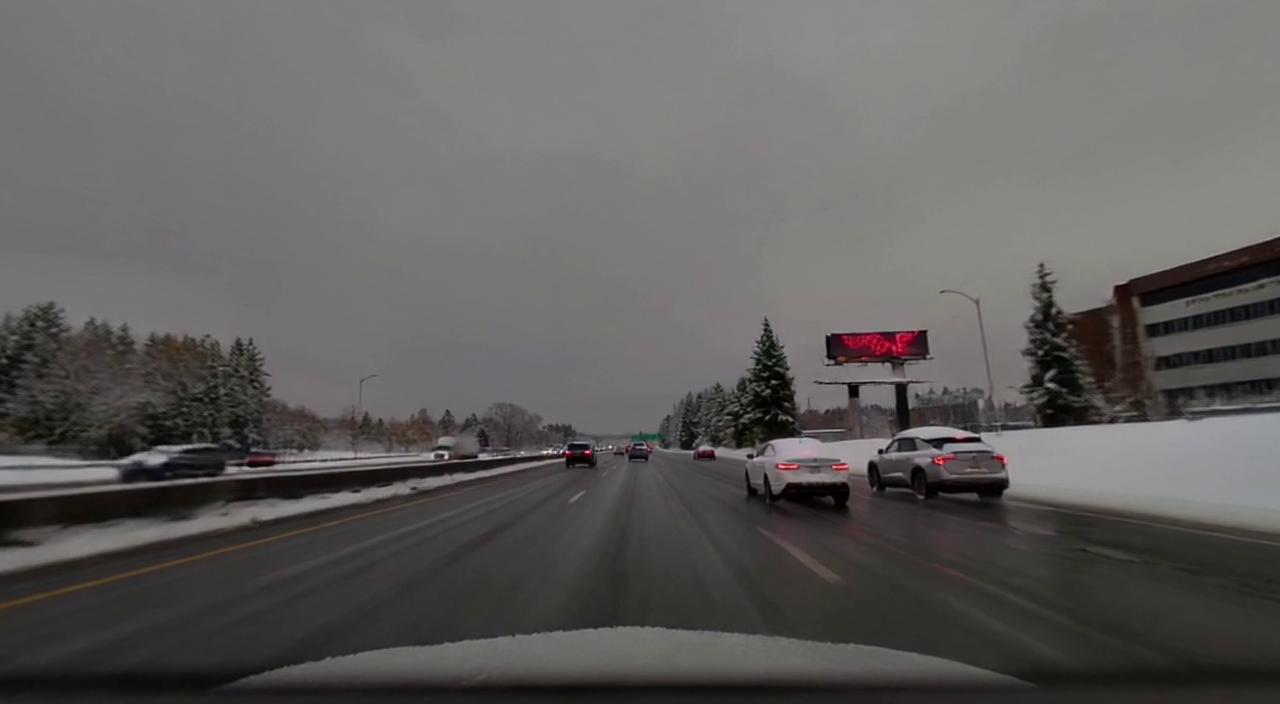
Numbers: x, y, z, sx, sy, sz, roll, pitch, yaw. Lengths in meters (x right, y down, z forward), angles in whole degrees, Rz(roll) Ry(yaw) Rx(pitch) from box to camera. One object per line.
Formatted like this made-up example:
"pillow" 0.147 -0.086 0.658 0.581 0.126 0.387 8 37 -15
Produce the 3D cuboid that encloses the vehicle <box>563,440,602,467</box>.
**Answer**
"vehicle" -3.949 7.114 44.307 2.256 1.756 4.745 0 -9 0

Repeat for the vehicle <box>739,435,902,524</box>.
"vehicle" 3.463 2.552 13.187 1.987 1.509 4.512 0 -9 -1

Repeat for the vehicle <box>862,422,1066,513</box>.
"vehicle" 7.326 2.674 15.056 2.176 1.793 4.841 0 -9 -2

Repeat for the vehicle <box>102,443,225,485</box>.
"vehicle" -20.994 4.933 28.139 1.922 1.658 4.538 0 -9 -1

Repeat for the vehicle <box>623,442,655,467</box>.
"vehicle" -0.069 7.355 45.566 2.191 1.685 4.015 0 -9 -1

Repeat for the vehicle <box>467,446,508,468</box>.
"vehicle" -11.160 7.716 46.509 1.888 1.486 4.616 0 -9 0
